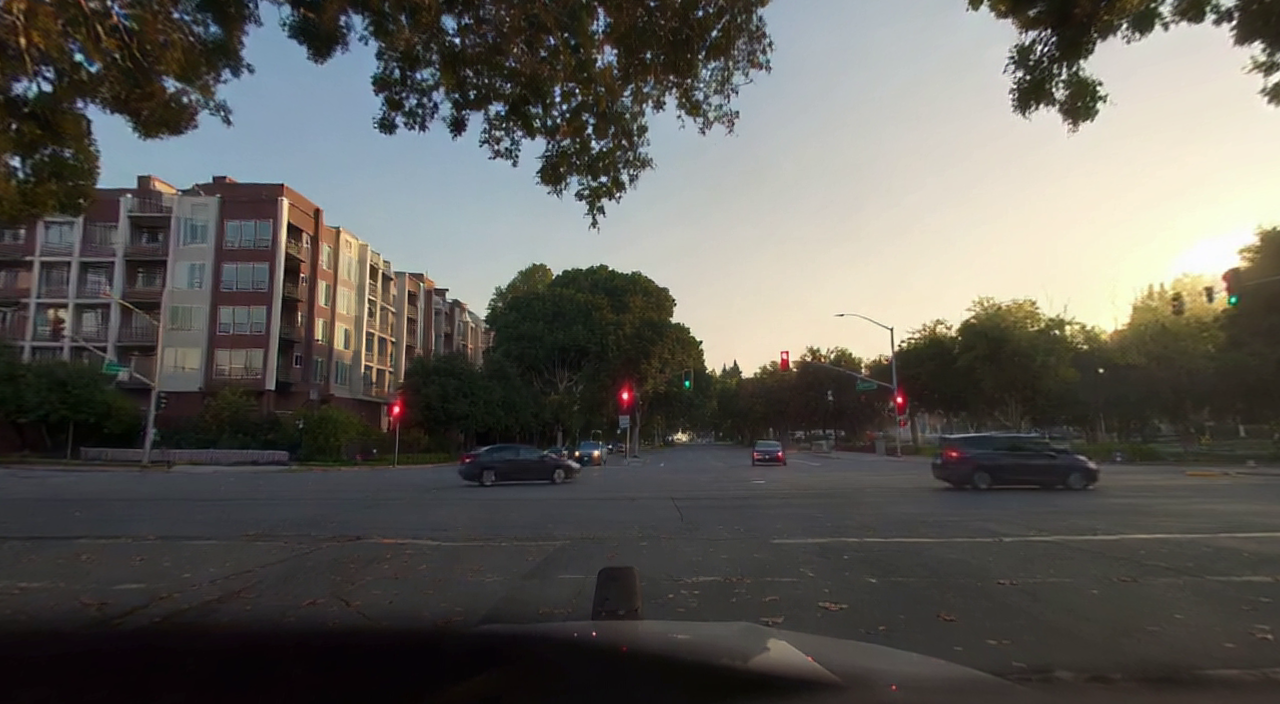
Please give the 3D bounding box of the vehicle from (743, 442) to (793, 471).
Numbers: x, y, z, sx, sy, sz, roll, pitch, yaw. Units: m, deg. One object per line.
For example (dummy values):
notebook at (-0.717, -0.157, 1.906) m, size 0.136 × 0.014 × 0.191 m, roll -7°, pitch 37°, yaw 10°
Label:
vehicle at (7.465, 5.986, 36.452) m, size 1.955 × 1.569 × 4.397 m, roll -4°, pitch -9°, yaw 22°

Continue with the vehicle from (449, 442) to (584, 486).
vehicle at (-4.462, 4.003, 22.863) m, size 4.424 × 1.454 × 2.043 m, roll 3°, pitch -9°, yaw -23°

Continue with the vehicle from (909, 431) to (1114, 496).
vehicle at (11.087, 3.329, 19.100) m, size 4.923 × 1.800 × 2.153 m, roll 1°, pitch -8°, yaw -6°
